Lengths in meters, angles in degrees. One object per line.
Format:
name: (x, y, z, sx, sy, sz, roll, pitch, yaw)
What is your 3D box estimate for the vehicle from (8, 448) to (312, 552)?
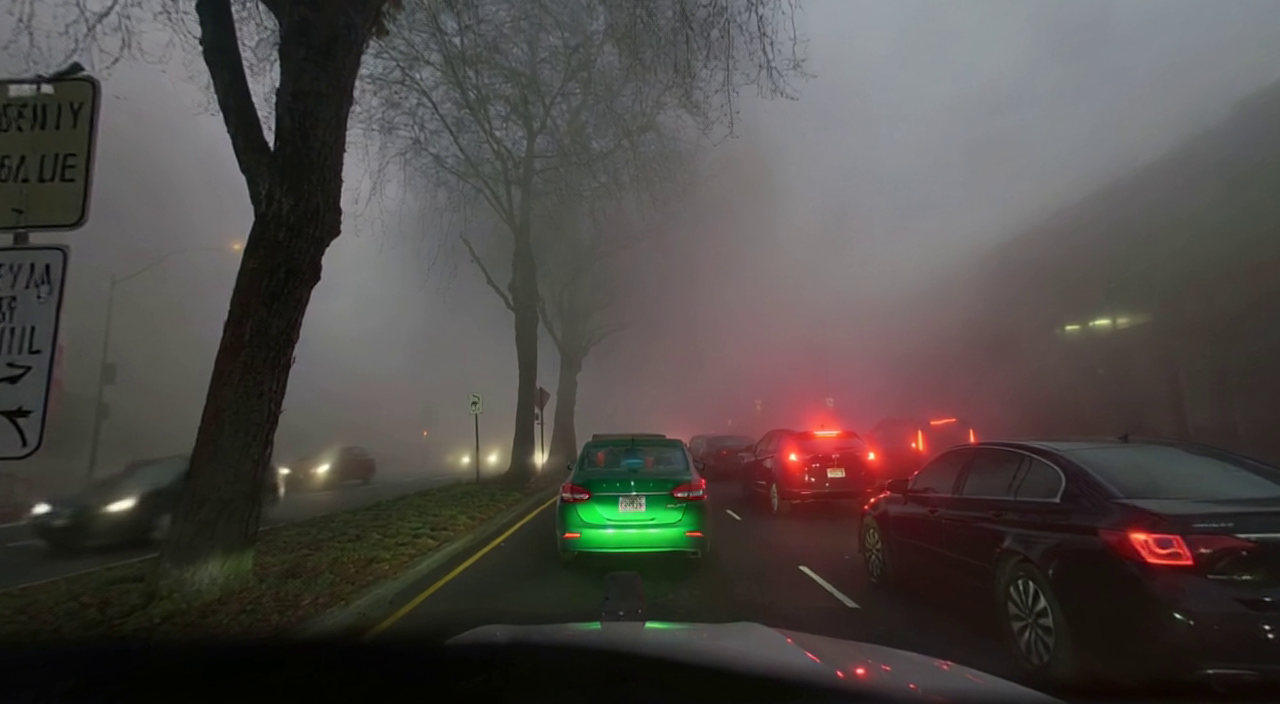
vehicle: (-7.929, 2.432, 11.131, 1.991, 1.433, 4.261, 0, -9, 0)

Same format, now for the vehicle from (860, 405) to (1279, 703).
vehicle: (3.312, 1.252, 4.487, 1.988, 1.480, 4.195, 0, -9, 0)

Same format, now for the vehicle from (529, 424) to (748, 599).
vehicle: (-0.022, 1.652, 7.303, 1.887, 1.487, 3.535, 0, -9, 0)

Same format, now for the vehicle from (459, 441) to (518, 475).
vehicle: (-8.110, 5.719, 34.243, 2.079, 1.695, 4.374, 0, -9, 0)

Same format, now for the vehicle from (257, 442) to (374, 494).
vehicle: (-12.048, 4.310, 23.861, 2.004, 1.732, 4.530, 0, -9, 0)

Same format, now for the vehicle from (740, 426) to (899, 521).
vehicle: (3.533, 2.479, 13.423, 2.025, 1.660, 4.263, 0, -9, -1)
